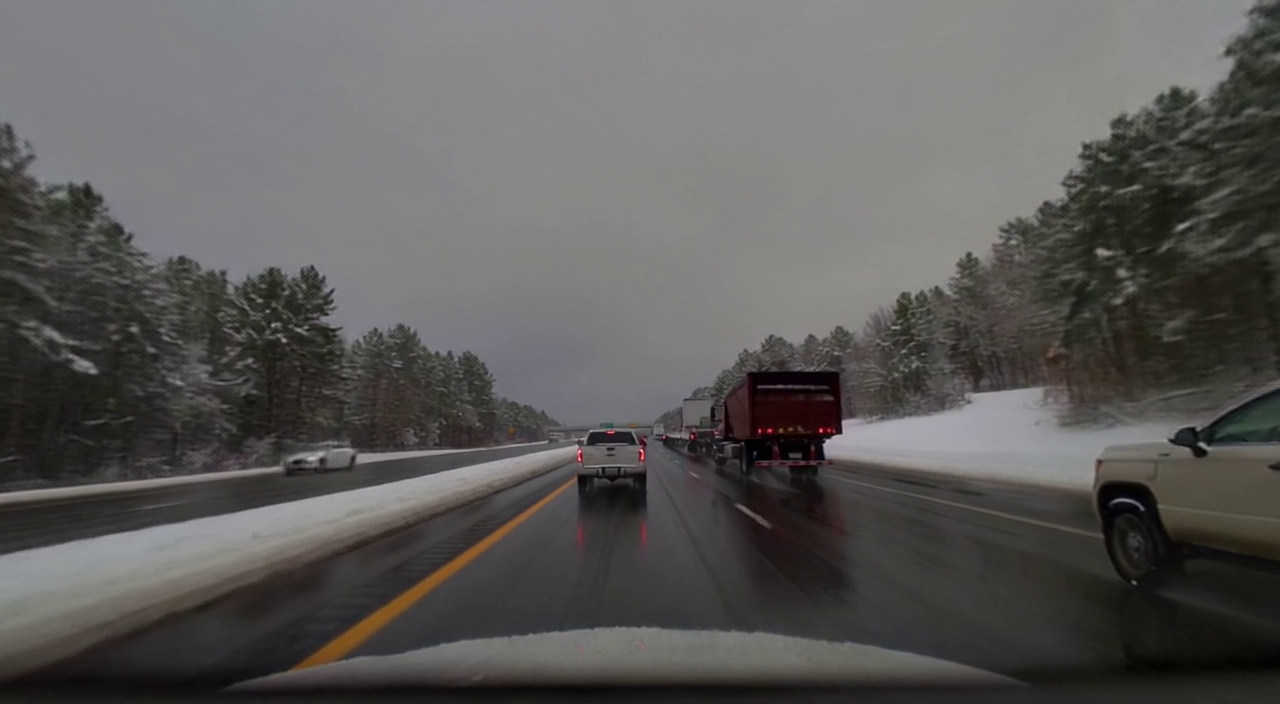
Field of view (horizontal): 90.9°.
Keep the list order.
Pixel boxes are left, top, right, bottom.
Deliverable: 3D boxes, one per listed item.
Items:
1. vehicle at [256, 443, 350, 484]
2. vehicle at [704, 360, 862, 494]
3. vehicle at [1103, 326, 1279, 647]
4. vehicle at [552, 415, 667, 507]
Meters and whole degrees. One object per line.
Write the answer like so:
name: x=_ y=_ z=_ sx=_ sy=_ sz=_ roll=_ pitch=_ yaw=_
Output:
vehicle: x=-13.513 y=4.453 z=25.530 sx=1.787 sy=1.453 sz=3.660 roll=0 pitch=-8 yaw=0
vehicle: x=3.653 y=2.238 z=18.571 sx=2.723 sy=3.027 sz=8.478 roll=0 pitch=-7 yaw=0
vehicle: x=4.830 y=0.722 z=3.157 sx=2.011 sy=1.905 sz=3.905 roll=0 pitch=-7 yaw=1
vehicle: x=-0.571 y=2.250 z=13.530 sx=2.082 sy=1.638 sz=4.055 roll=0 pitch=-8 yaw=-1
